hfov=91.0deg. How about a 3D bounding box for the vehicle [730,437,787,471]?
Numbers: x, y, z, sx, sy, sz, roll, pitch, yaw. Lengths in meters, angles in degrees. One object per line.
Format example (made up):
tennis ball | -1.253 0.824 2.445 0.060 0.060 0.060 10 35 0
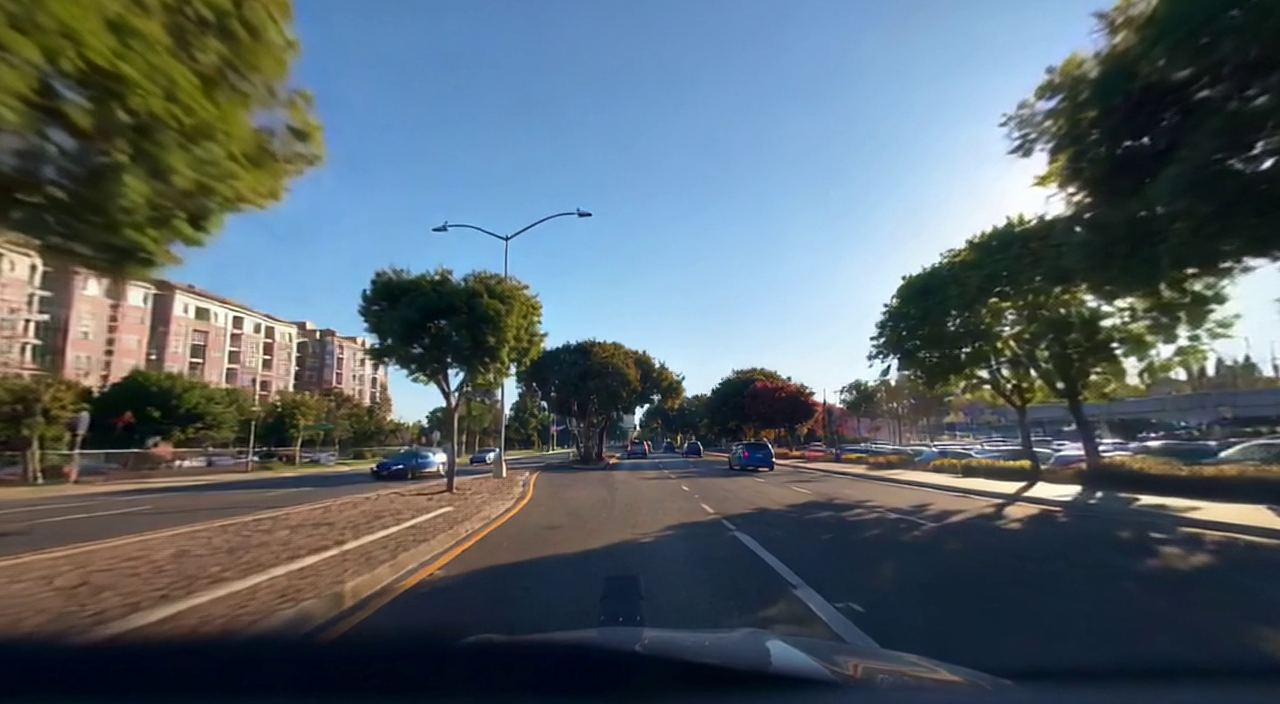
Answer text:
vehicle | 6.556 5.713 35.422 2.136 1.799 4.796 0 -9 -2

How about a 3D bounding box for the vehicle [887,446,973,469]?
vehicle | 19.069 6.951 41.536 4.683 1.462 1.995 0 -9 0
